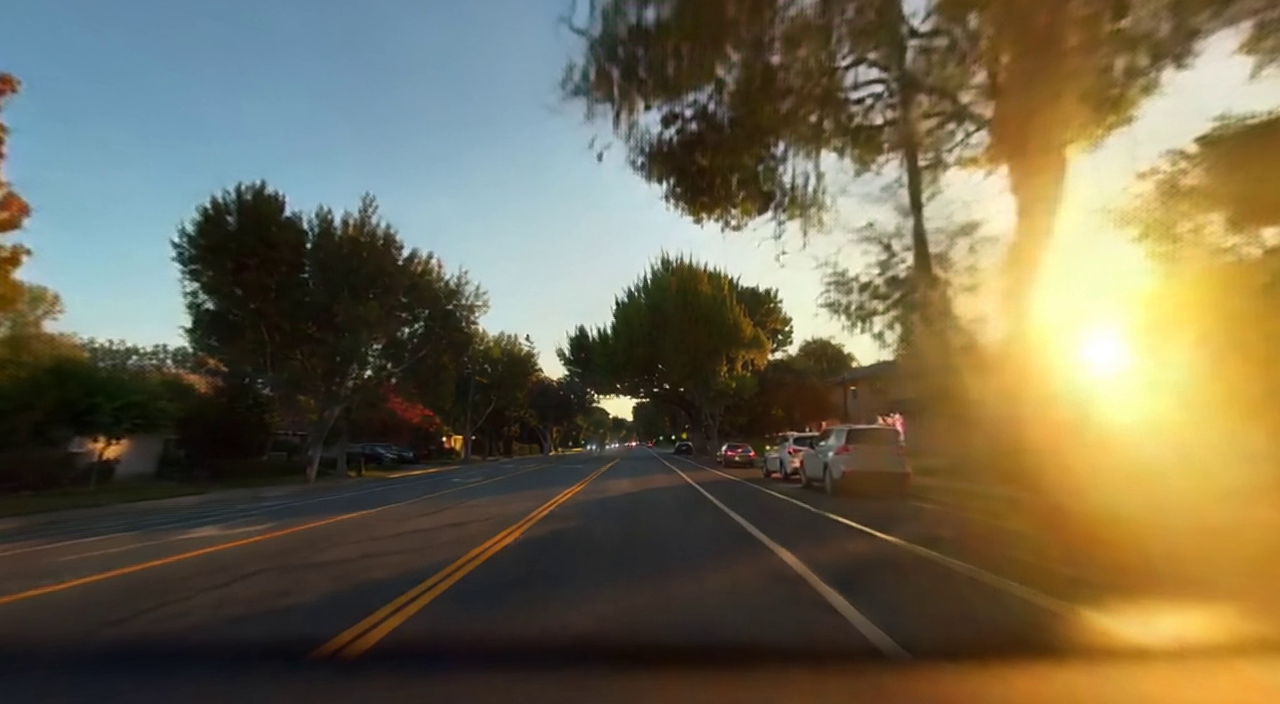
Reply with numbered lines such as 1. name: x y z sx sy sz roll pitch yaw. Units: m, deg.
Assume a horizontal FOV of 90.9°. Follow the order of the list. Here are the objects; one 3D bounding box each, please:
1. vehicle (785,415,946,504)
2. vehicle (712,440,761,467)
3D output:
1. vehicle: 5.124 2.534 15.185 2.160 1.800 4.646 0 -8 1
2. vehicle: 5.503 5.812 36.372 1.935 1.453 4.488 0 -8 -2
